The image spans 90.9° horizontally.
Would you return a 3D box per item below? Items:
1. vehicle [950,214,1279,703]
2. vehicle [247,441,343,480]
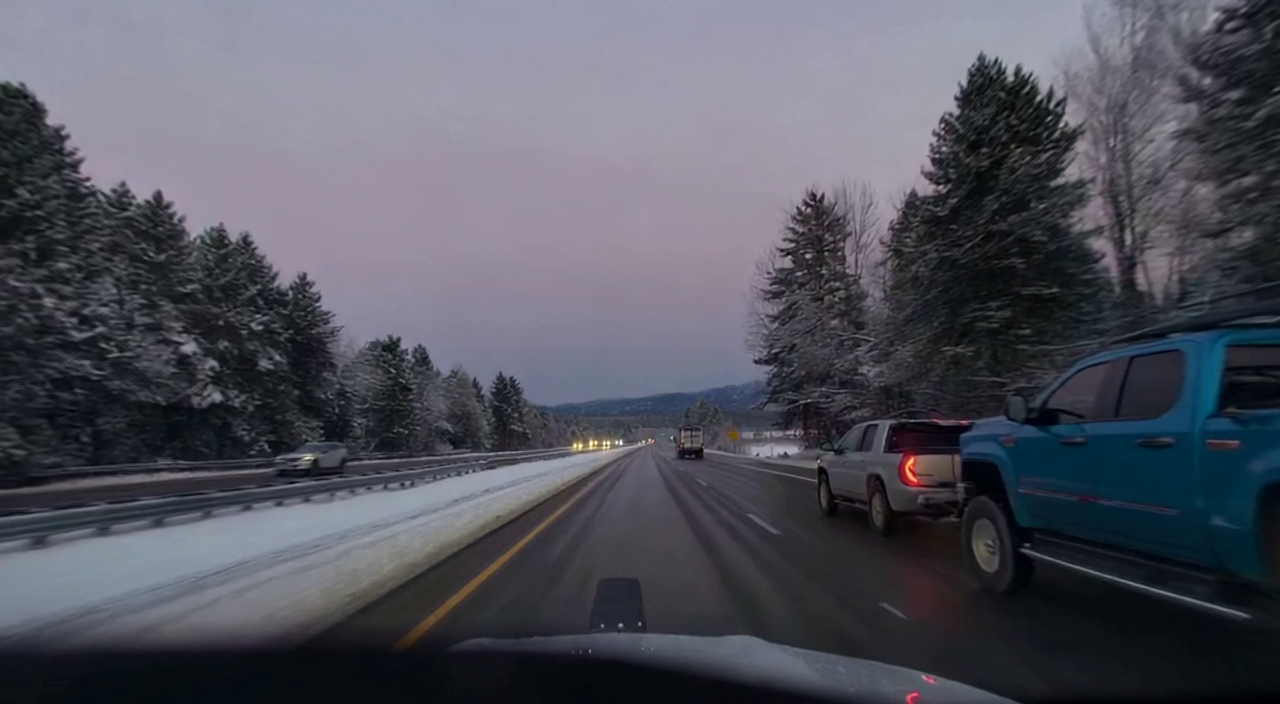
[{"bbox_3d":[4.067,0.714,4.086,2.150,2.344,3.759,0,-8,1],"label":"vehicle"},{"bbox_3d":[-17.651,5.547,32.577,2.137,1.858,5.012,0,-8,-1],"label":"vehicle"}]
